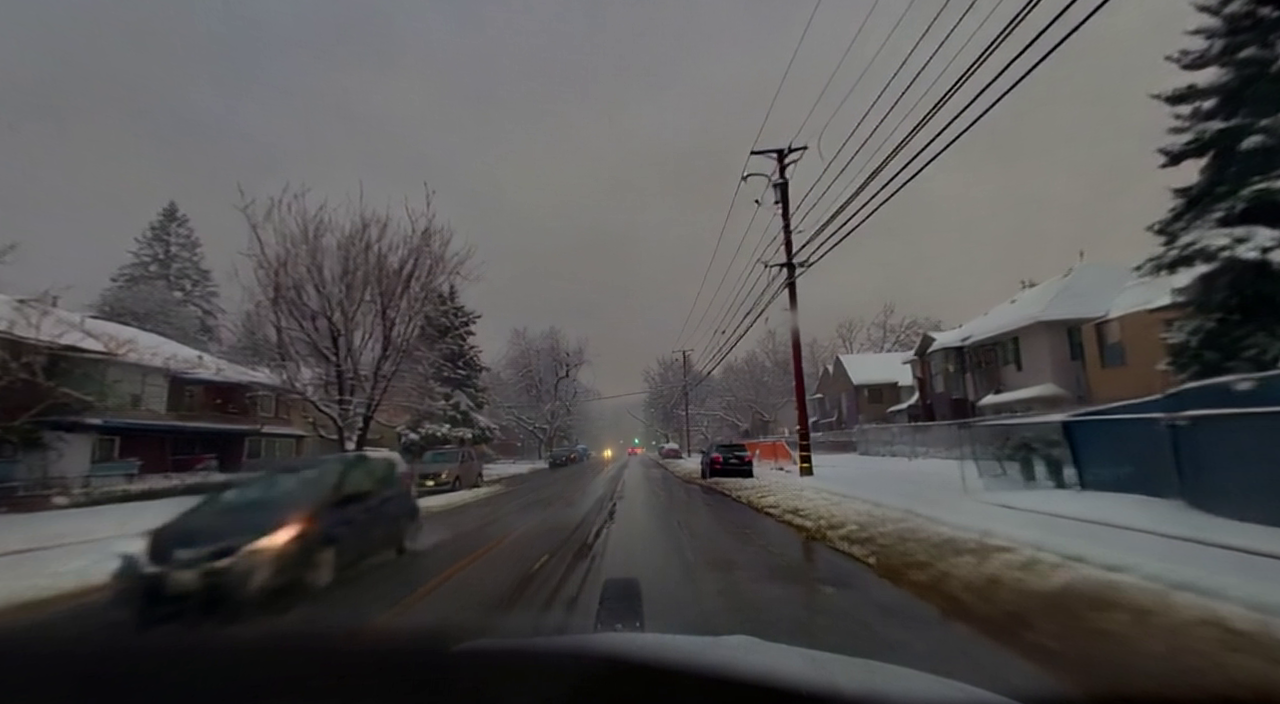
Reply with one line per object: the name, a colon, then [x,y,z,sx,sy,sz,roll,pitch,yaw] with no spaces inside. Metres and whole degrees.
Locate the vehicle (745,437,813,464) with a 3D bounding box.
vehicle: [9.989,7.122,45.647,4.399,1.884,2.071,0,-10,-2]

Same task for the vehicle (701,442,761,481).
vehicle: [3.855,4.716,27.429,1.902,1.542,4.099,0,-9,-2]

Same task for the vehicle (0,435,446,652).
vehicle: [-3.886,1.798,7.075,2.068,1.543,4.523,-2,-9,-1]
